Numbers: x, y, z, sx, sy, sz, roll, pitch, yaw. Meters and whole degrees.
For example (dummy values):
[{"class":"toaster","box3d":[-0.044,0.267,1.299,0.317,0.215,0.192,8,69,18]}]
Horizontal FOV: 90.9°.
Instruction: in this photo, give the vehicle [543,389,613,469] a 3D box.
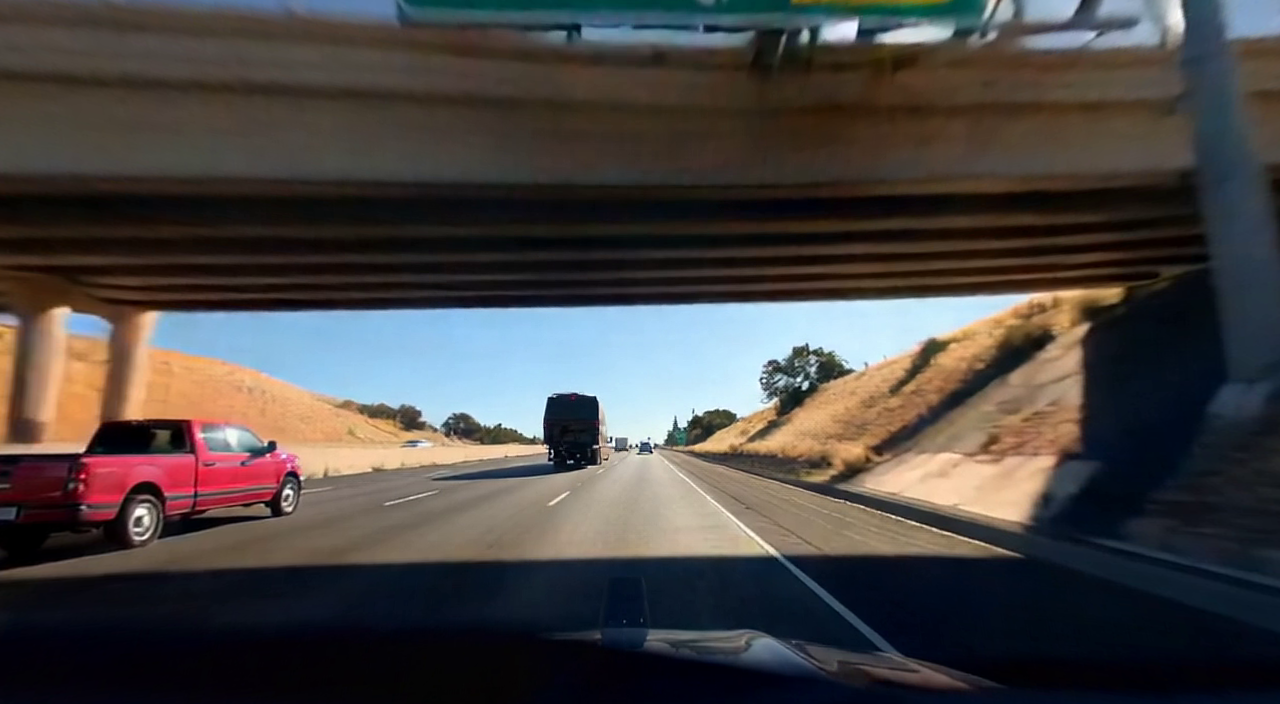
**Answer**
[{"class":"vehicle","box3d":[-3.458,5.027,39.740,2.893,4.073,15.281,0,-8,0]}]

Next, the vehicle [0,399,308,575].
[{"class":"vehicle","box3d":[-7.471,1.816,9.377,2.175,1.860,5.236,0,-8,0]}]
